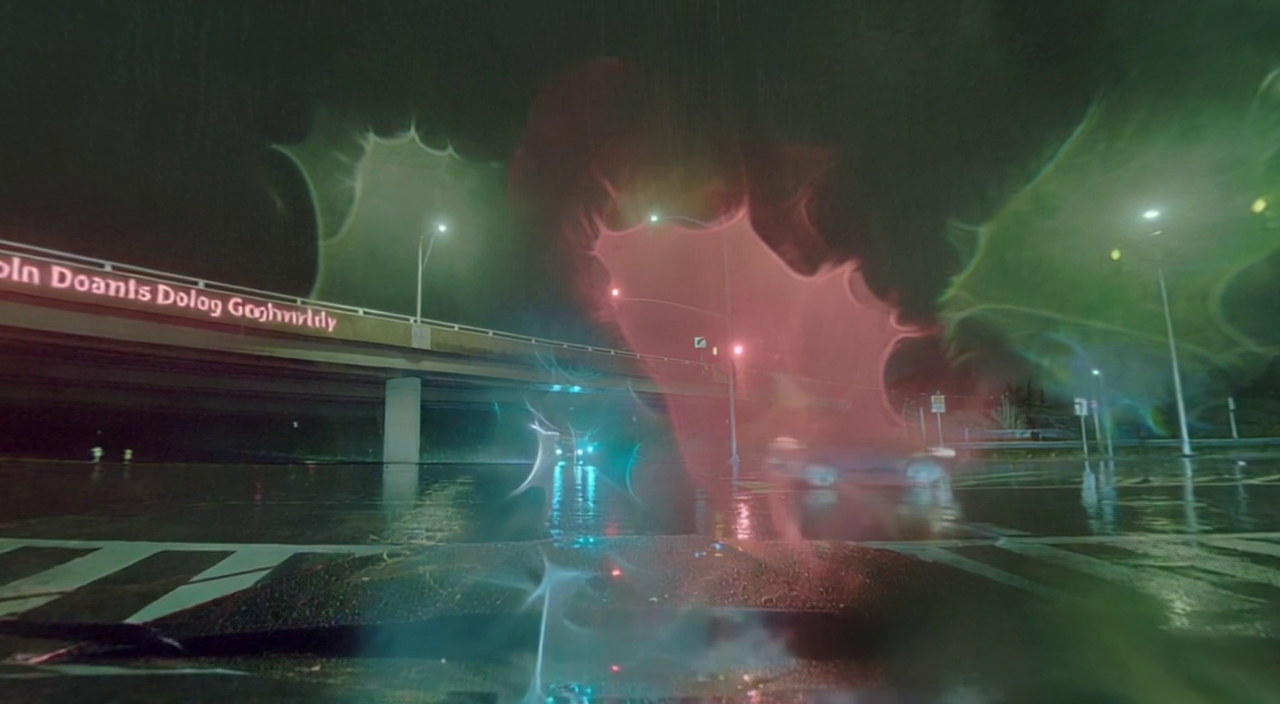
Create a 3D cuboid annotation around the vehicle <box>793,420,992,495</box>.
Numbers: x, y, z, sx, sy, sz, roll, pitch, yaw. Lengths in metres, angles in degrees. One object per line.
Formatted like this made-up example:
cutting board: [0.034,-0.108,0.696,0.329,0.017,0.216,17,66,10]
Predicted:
vehicle: [5.846,2.478,14.983,3.897,1.637,1.832,0,-9,-3]
